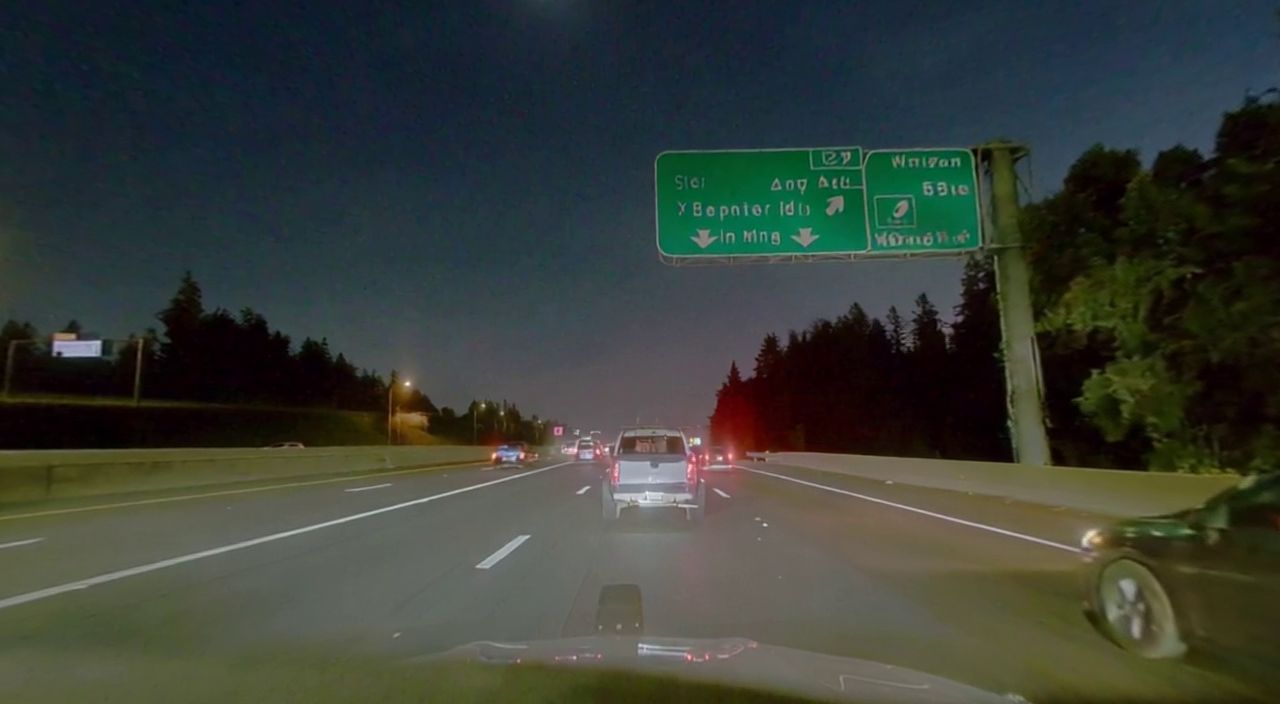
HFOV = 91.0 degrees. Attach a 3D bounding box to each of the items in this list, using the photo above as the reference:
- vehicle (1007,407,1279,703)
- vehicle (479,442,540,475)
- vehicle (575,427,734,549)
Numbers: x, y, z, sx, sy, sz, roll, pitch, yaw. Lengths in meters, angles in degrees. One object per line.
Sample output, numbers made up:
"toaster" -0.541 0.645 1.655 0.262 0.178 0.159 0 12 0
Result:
"vehicle" 3.998 0.983 2.737 2.002 1.499 4.710 0 -9 1
"vehicle" -6.681 5.508 32.707 2.035 1.558 4.773 0 -9 1
"vehicle" 0.187 2.044 10.082 2.044 1.554 3.824 0 -9 0
